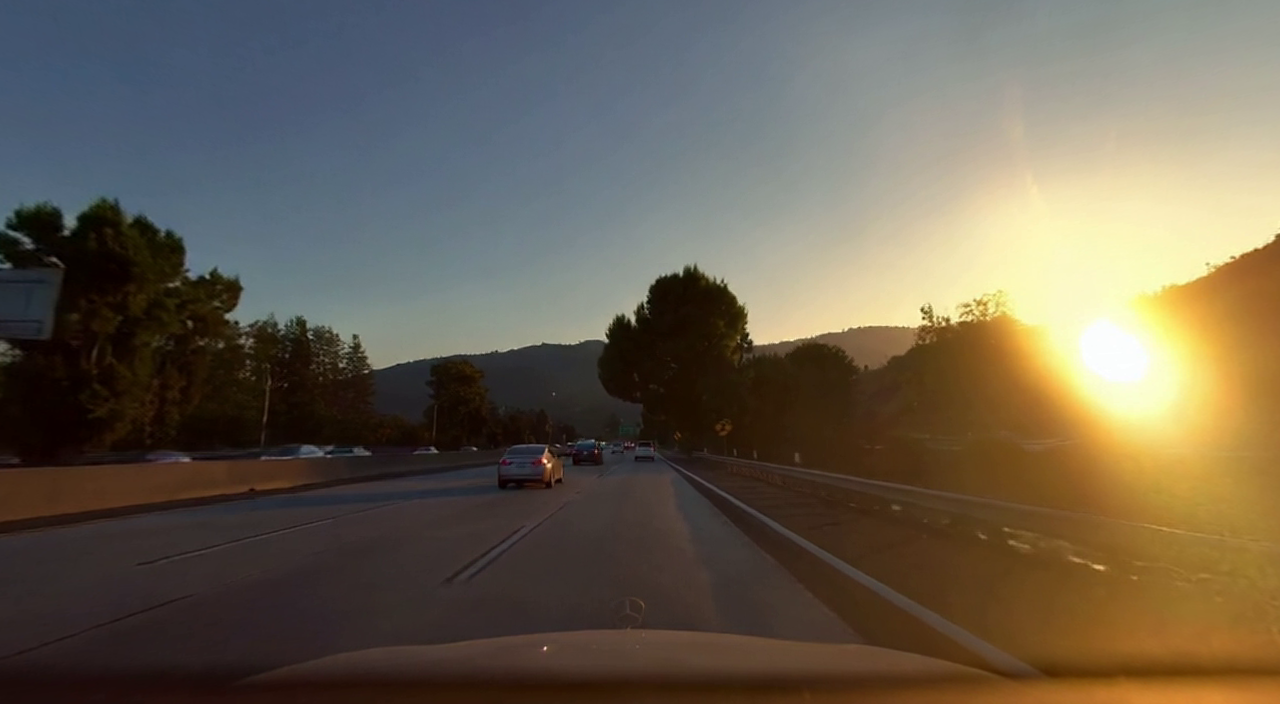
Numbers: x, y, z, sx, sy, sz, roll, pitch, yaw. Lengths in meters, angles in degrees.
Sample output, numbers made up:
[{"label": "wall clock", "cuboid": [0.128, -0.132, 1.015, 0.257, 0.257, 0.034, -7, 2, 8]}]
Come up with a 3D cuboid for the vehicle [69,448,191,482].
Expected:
[{"label": "vehicle", "cuboid": [-24.781, 5.490, 30.771, 1.938, 1.479, 4.731, 0, -8, 1]}]

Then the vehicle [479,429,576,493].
[{"label": "vehicle", "cuboid": [-3.221, 3.227, 18.920, 2.056, 1.679, 4.204, 0, -8, 1]}]

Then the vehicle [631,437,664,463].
[{"label": "vehicle", "cuboid": [0.527, 7.223, 46.242, 2.285, 1.797, 4.478, 0, -8, 0]}]

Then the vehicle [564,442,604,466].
[{"label": "vehicle", "cuboid": [-3.526, 6.504, 40.151, 2.055, 1.431, 3.921, 0, -8, 2]}]

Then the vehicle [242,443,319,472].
[{"label": "vehicle", "cuboid": [-20.544, 6.043, 36.091, 1.852, 1.556, 4.162, 0, -8, 1]}]
